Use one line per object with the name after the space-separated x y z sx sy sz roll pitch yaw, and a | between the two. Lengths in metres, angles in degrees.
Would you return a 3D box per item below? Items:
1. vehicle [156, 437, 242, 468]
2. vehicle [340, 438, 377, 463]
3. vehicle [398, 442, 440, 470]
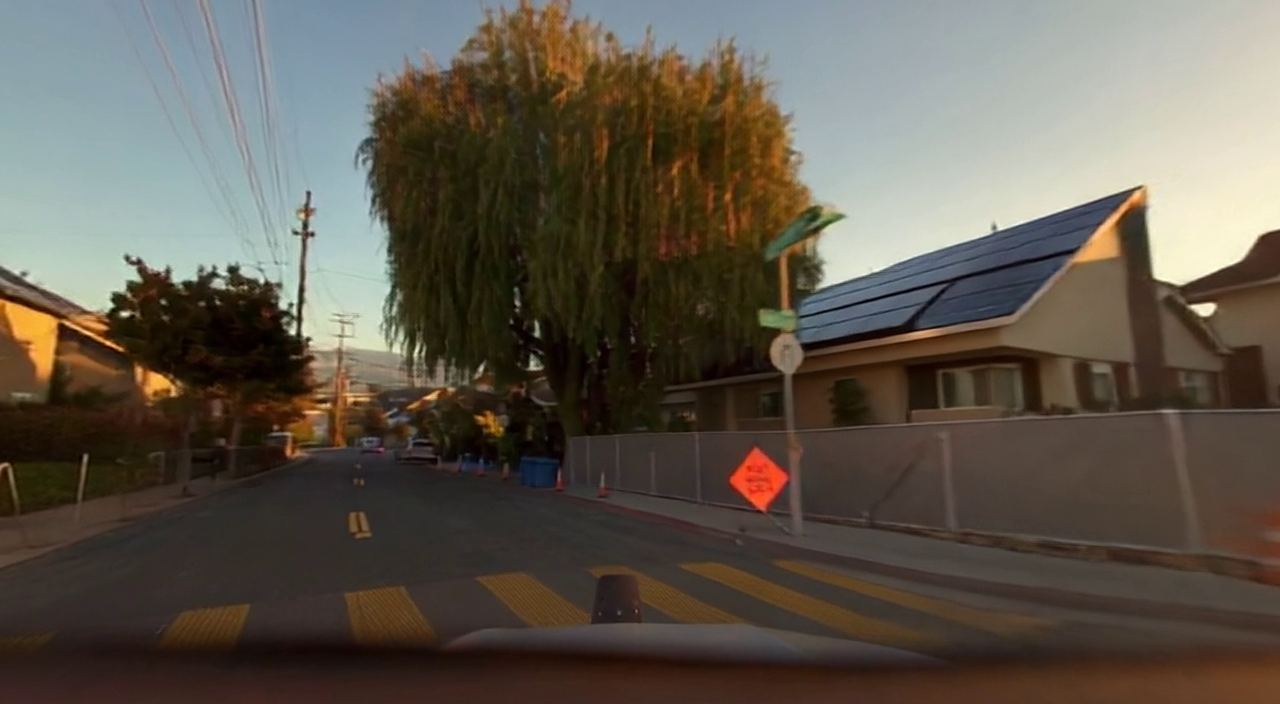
-29.317 6.717 42.007 4.205 1.745 2.121 1 -11 -19 | vehicle
-20.596 7.197 46.279 2.050 1.742 4.197 3 -8 -19 | vehicle
-12.842 5.972 36.461 1.998 1.494 3.927 3 -8 -22 | vehicle
